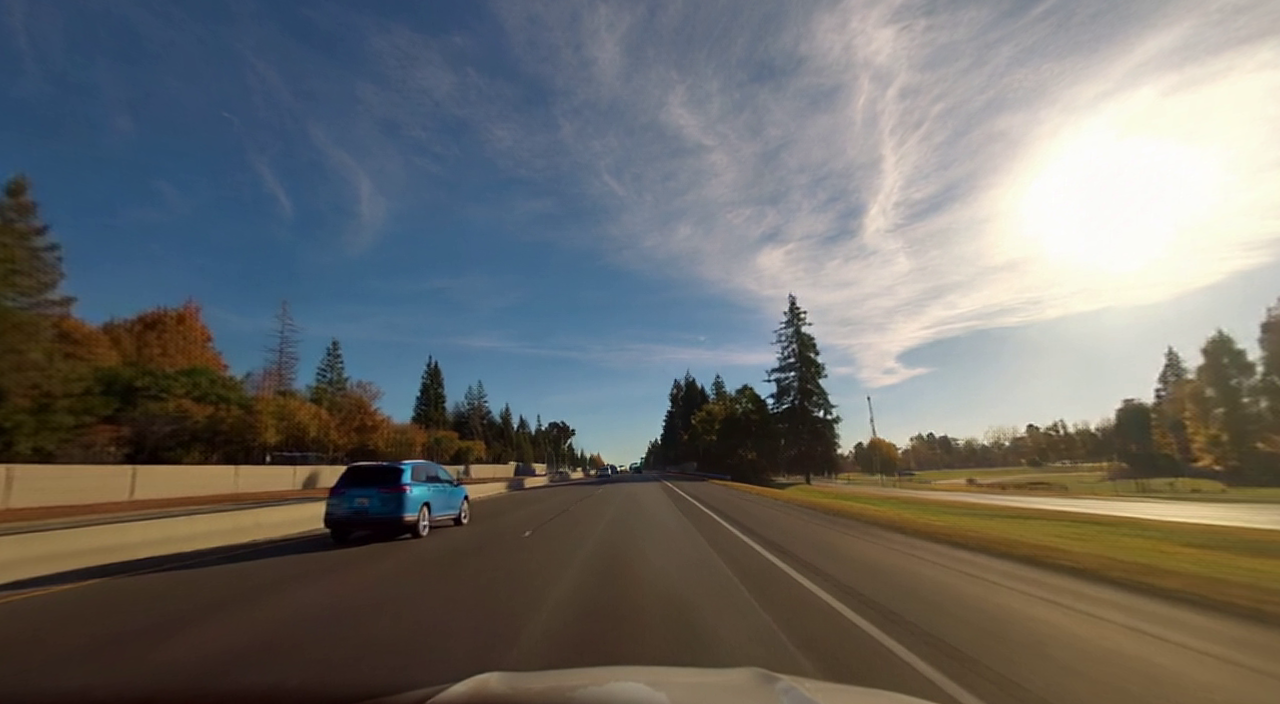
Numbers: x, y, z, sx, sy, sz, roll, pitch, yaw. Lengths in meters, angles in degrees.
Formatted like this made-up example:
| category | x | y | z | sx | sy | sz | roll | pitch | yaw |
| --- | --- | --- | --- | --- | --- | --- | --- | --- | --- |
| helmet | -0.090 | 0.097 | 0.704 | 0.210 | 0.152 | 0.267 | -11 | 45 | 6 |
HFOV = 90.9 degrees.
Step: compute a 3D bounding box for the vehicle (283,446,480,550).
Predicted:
| category | x | y | z | sx | sy | sz | roll | pitch | yaw |
| --- | --- | --- | --- | --- | --- | --- | --- | --- | --- |
| vehicle | -4.448 | 2.589 | 11.636 | 1.914 | 1.534 | 4.015 | 1 | -10 | 0 |
